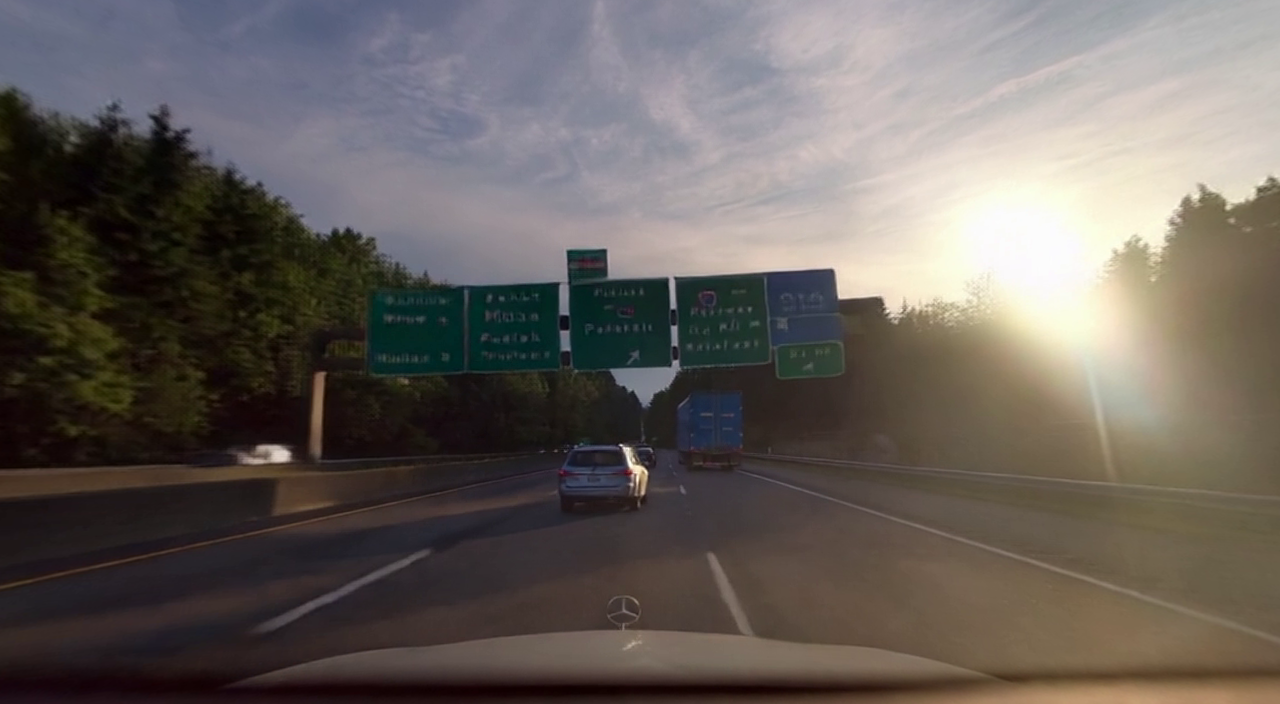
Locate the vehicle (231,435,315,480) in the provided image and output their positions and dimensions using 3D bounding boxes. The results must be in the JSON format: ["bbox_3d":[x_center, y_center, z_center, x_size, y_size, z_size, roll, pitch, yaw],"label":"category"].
[{"bbox_3d":[-19.333,5.556,33.392,2.010,2.199,3.623,-1,-9,4],"label":"vehicle"}]

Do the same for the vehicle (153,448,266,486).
[{"bbox_3d":[-19.524,5.217,28.849,1.828,1.568,4.418,0,-9,3],"label":"vehicle"}]

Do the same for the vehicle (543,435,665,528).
[{"bbox_3d":[-0.509,2.527,12.855,2.039,1.532,4.610,0,-9,2],"label":"vehicle"}]

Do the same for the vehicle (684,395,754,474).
[{"bbox_3d":[4.499,5.271,39.052,2.960,4.018,13.834,0,-9,2],"label":"vehicle"}]
